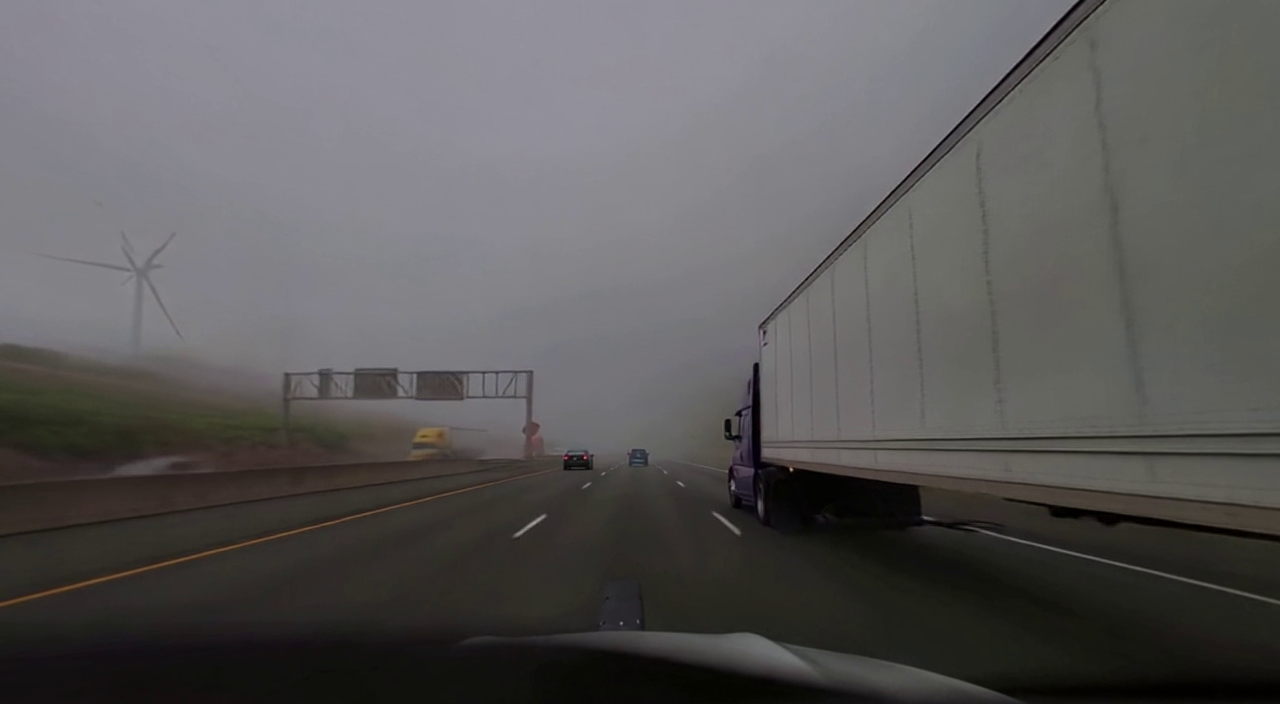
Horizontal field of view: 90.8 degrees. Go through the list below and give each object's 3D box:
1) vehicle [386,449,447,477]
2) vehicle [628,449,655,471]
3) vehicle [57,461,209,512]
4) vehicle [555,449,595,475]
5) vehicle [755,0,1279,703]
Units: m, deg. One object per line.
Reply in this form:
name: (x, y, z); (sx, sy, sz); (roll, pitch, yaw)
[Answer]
vehicle: (-11.666, 5.788, 33.136); (1.874, 1.392, 3.624); (0, -9, 0)
vehicle: (0.077, 7.776, 45.621); (1.931, 1.453, 3.695); (0, -9, -1)
vehicle: (-15.644, 4.129, 19.733); (1.734, 1.372, 3.610); (0, -9, 0)
vehicle: (-3.899, 6.670, 38.524); (1.952, 1.521, 4.095); (0, -9, 1)
vehicle: (3.801, 0.268, 5.390); (2.947, 3.989, 13.568); (0, -9, -1)
